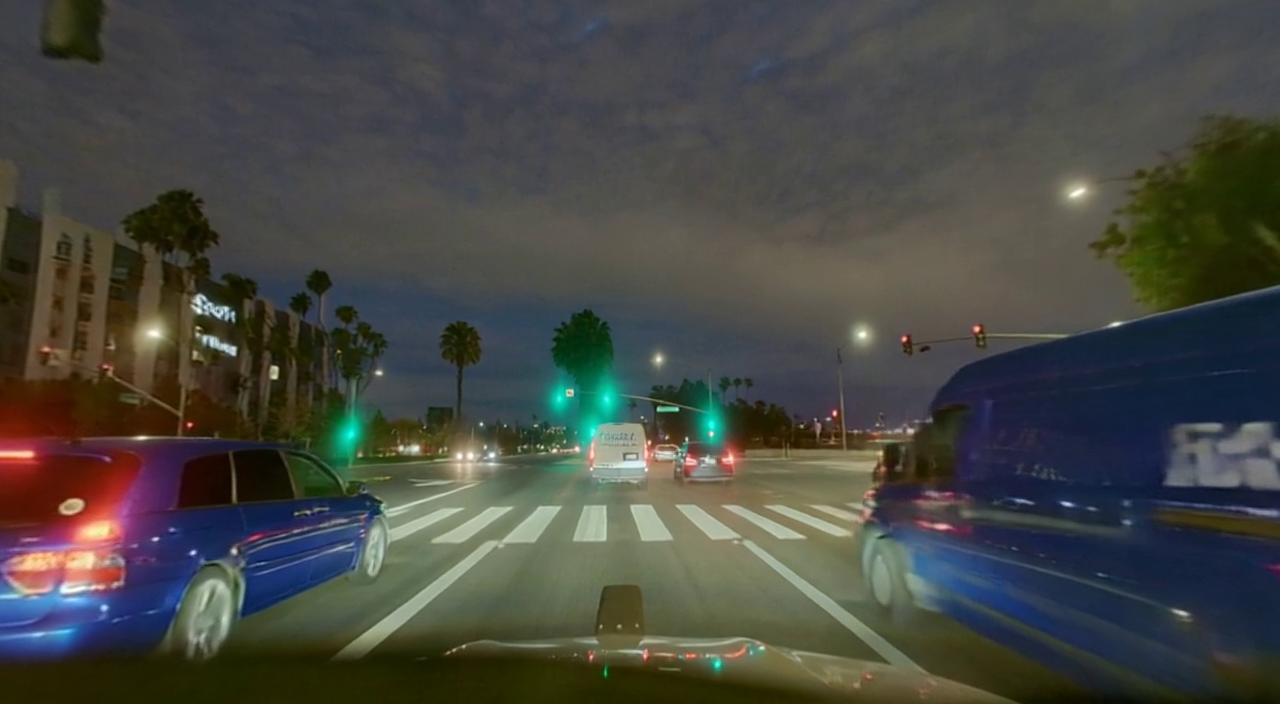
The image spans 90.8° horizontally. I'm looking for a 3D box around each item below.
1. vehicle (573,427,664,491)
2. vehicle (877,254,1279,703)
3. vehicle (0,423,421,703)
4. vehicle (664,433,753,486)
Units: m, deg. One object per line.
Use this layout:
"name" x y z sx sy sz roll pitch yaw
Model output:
"vehicle" -0.801 3.786 22.768 2.848 1.991 5.706 0 -9 -2
"vehicle" 2.932 0.733 2.369 2.200 1.847 4.618 0 -9 -1
"vehicle" -3.642 1.408 5.330 1.997 1.430 4.655 0 -9 -1
"vehicle" 2.371 3.950 23.456 2.462 1.736 4.899 0 -9 -3
